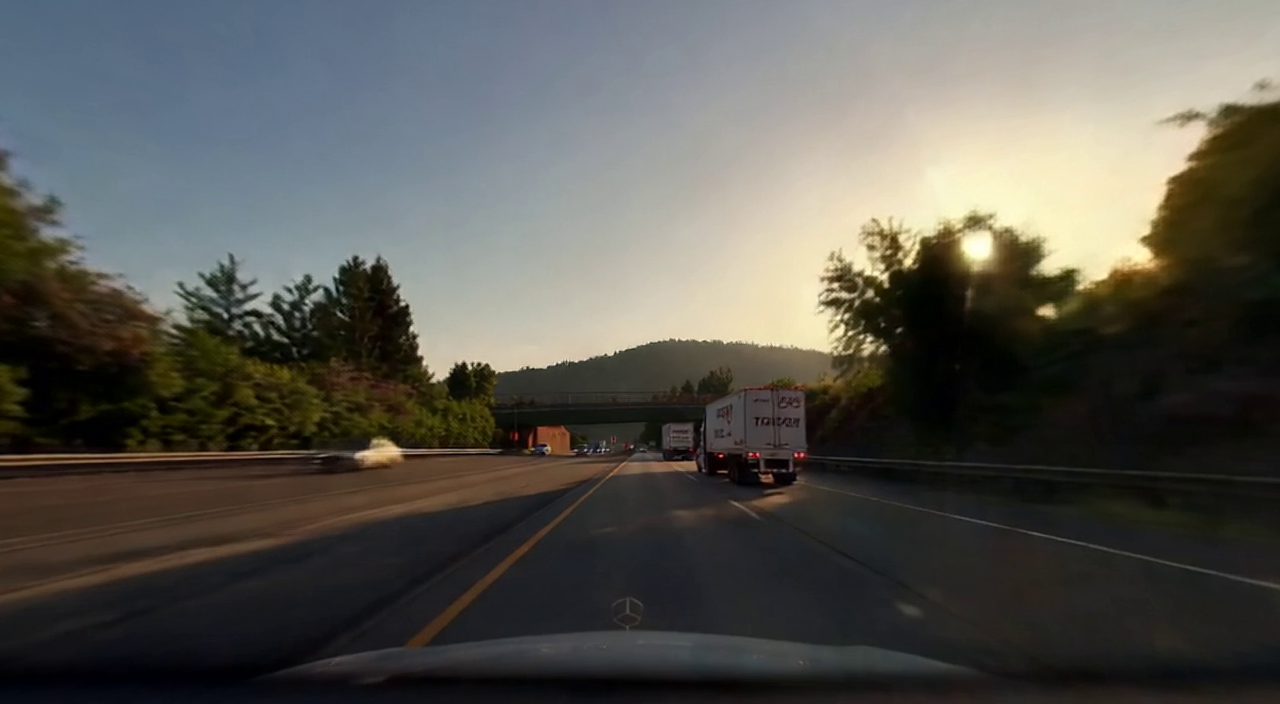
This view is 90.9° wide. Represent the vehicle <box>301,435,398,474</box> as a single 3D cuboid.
[{"bbox_3d":[-11.934,4.271,26.259,1.879,1.464,4.504,0,-9,1],"label":"vehicle"}]

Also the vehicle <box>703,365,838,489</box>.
[{"bbox_3d":[5.018,3.558,28.005,2.929,4.093,14.258,0,-9,0],"label":"vehicle"}]
